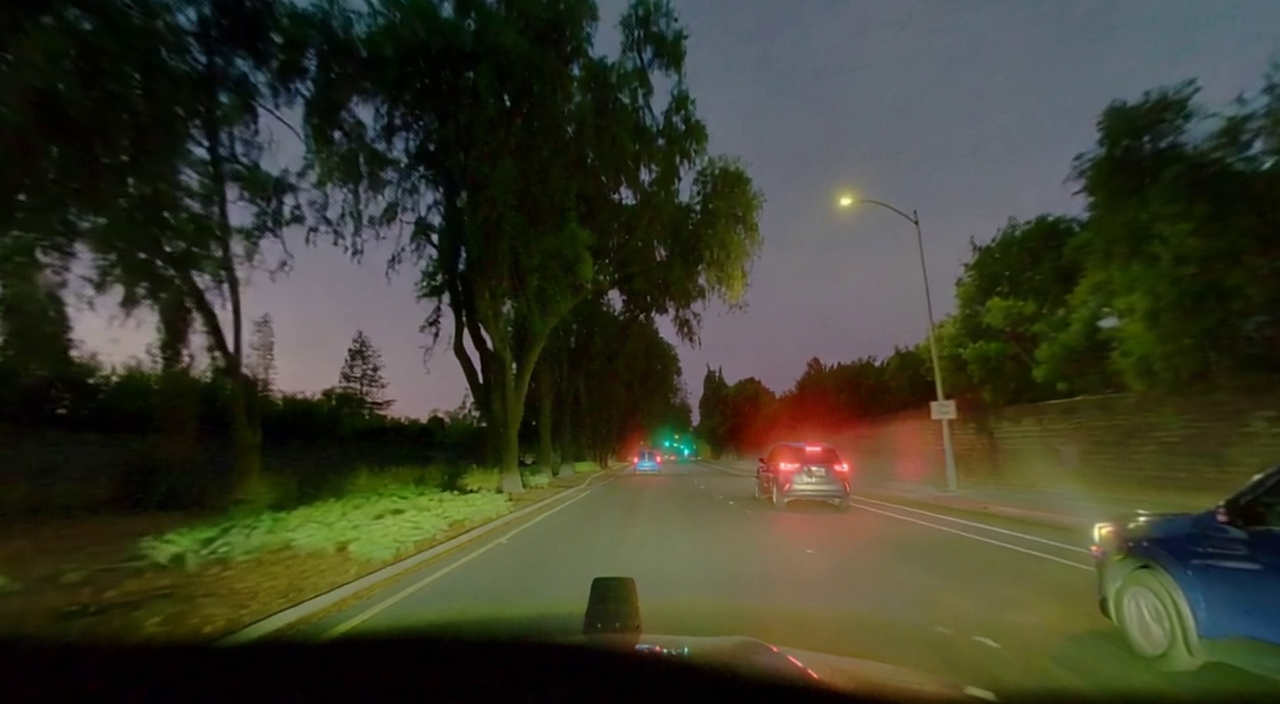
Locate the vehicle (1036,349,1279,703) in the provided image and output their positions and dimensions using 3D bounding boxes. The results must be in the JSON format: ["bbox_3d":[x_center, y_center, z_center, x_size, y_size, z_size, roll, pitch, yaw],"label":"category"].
[{"bbox_3d":[4.073,0.736,1.918,2.470,1.751,5.015,0,-8,0],"label":"vehicle"}]

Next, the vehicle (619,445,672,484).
[{"bbox_3d":[0.272,5.364,30.510,2.391,1.739,3.837,0,-8,1],"label":"vehicle"}]

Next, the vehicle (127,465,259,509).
[{"bbox_3d":[-17.724,5.343,25.373,1.901,1.467,4.589,0,-8,0],"label":"vehicle"}]

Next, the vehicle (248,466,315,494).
[{"bbox_3d":[-21.268,7.594,37.696,1.752,1.464,3.975,0,-9,-2],"label":"vehicle"}]

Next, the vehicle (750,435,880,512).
[{"bbox_3d":[4.492,3.177,17.054,2.155,1.752,4.456,0,-9,-1],"label":"vehicle"}]
